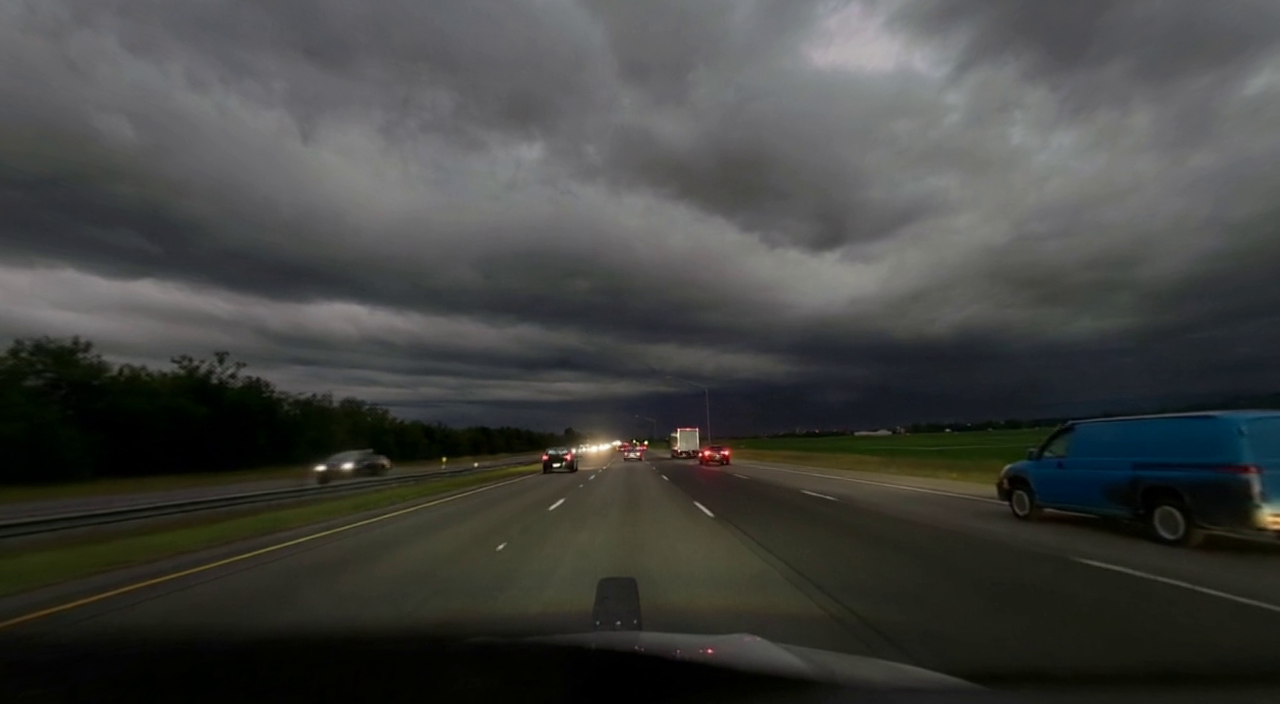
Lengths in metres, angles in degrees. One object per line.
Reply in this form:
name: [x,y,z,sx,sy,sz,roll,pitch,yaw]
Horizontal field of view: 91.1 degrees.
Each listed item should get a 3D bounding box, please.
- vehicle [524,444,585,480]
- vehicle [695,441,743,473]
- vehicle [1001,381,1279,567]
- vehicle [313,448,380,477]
vehicle: [-3.831,5.030,29.030,2.160,1.530,4.500,0,-9,0]
vehicle: [4.347,5.882,35.346,2.069,1.625,4.832,0,-9,0]
vehicle: [7.746,1.636,8.957,2.133,1.933,4.986,0,-9,-1]
vehicle: [-15.210,5.707,32.759,1.834,1.406,3.539,0,-9,-2]
